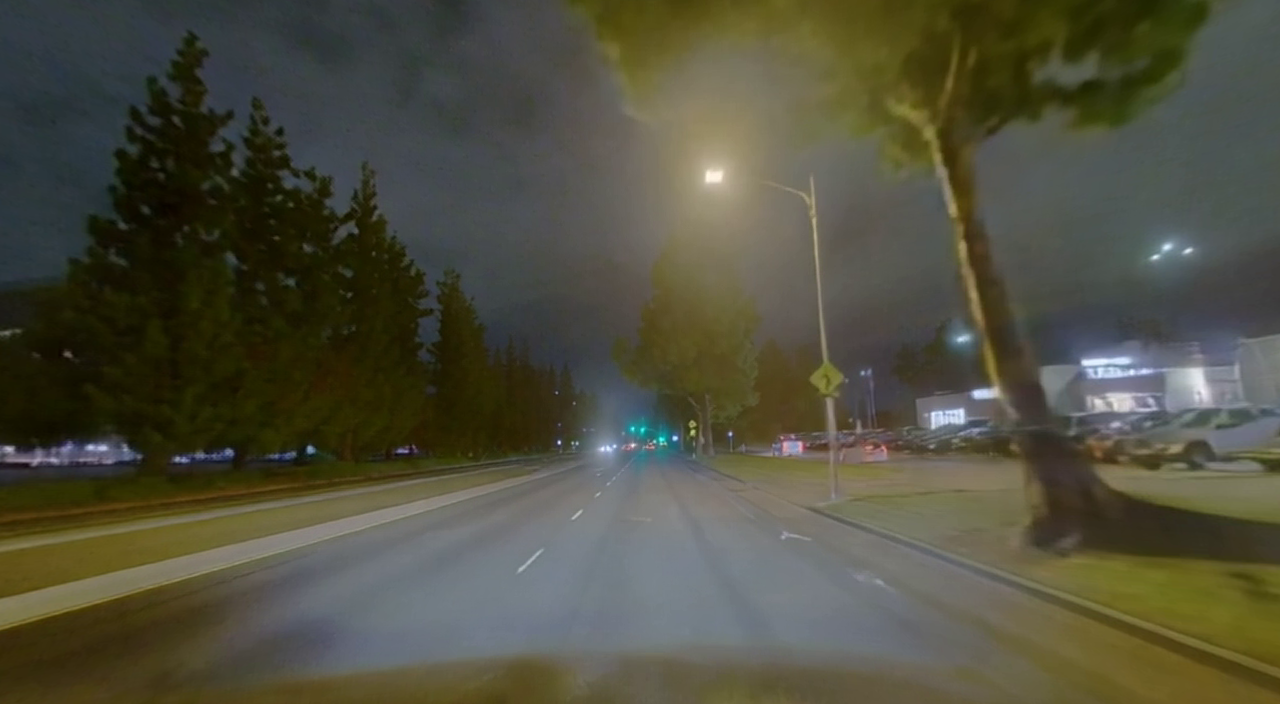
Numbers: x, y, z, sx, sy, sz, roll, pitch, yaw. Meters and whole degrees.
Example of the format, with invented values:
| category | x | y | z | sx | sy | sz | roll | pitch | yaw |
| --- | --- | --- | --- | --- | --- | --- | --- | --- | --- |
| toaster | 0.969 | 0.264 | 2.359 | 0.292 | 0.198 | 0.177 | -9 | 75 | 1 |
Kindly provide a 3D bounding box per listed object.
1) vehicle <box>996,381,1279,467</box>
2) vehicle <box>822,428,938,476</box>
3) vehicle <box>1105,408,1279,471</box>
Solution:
| category | x | y | z | sx | sy | sz | roll | pitch | yaw |
| --- | --- | --- | --- | --- | --- | --- | --- | --- | --- |
| vehicle | 14.707 | 2.346 | 19.150 | 6.247 | 2.094 | 2.436 | -10 | -13 | 39 |
| vehicle | 8.077 | 3.433 | 21.794 | 2.056 | 1.449 | 4.679 | 0 | -9 | -1 |
| vehicle | 14.896 | 2.225 | 16.018 | 4.631 | 1.384 | 1.906 | -8 | -11 | 30 |
